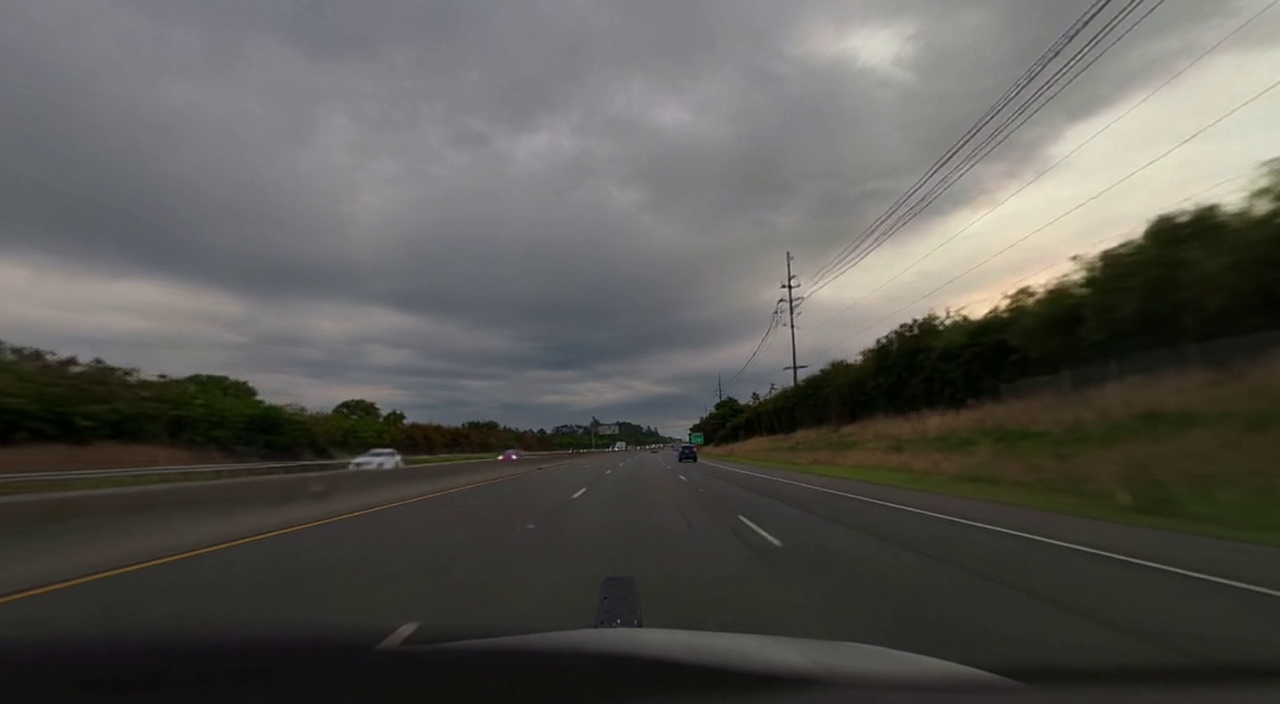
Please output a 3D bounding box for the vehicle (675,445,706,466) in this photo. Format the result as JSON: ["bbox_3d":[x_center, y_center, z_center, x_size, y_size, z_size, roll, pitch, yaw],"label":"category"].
[{"bbox_3d":[3.907,8.105,49.371,2.054,1.565,4.089,0,-9,0],"label":"vehicle"}]
